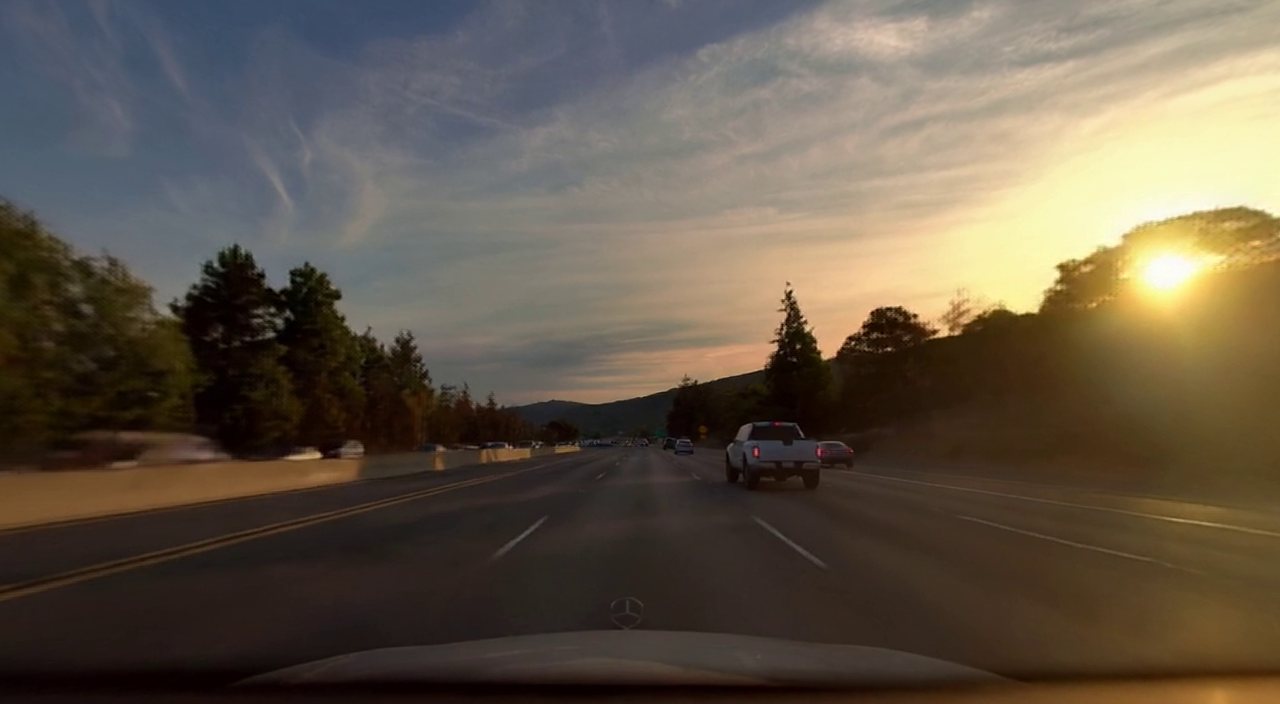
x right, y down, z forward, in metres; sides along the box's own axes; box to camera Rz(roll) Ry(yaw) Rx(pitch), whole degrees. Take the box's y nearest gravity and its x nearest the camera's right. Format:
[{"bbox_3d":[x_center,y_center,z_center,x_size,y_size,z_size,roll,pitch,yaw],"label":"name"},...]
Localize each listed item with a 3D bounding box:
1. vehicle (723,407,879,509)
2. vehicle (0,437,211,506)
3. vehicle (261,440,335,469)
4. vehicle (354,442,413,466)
[{"bbox_3d":[3.499,2.463,15.102,2.218,1.964,5.662,0,-8,0],"label":"vehicle"},{"bbox_3d":[-13.768,2.970,16.274,1.930,1.493,4.830,0,-8,1],"label":"vehicle"},{"bbox_3d":[-21.174,6.344,39.309,1.977,1.654,4.622,0,-8,1],"label":"vehicle"},{"bbox_3d":[-17.386,6.901,42.992,1.944,1.506,4.693,0,-8,1],"label":"vehicle"}]
